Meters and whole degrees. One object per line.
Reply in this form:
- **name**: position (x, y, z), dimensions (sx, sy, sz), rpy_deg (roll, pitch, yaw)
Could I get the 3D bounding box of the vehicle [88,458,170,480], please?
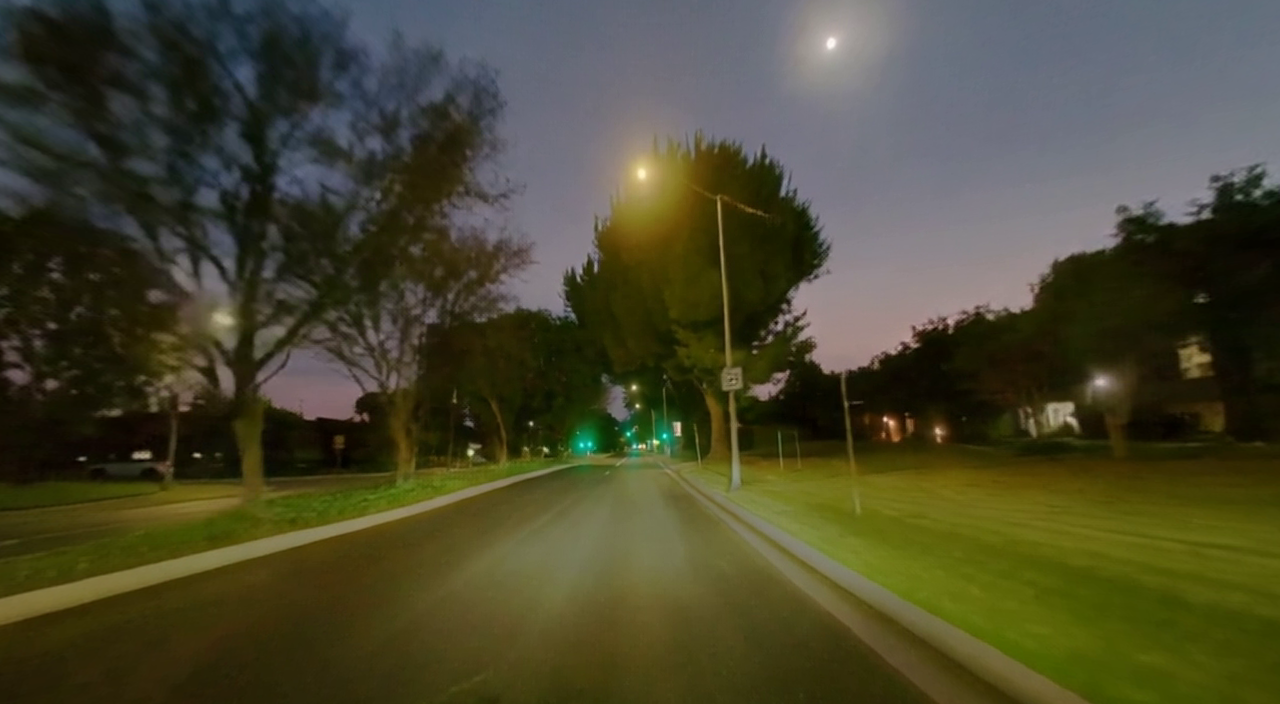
- **vehicle**: position (-36.450, 8.364, 45.236), dimensions (4.213, 1.431, 1.812), rpy_deg (0, -8, -1)
